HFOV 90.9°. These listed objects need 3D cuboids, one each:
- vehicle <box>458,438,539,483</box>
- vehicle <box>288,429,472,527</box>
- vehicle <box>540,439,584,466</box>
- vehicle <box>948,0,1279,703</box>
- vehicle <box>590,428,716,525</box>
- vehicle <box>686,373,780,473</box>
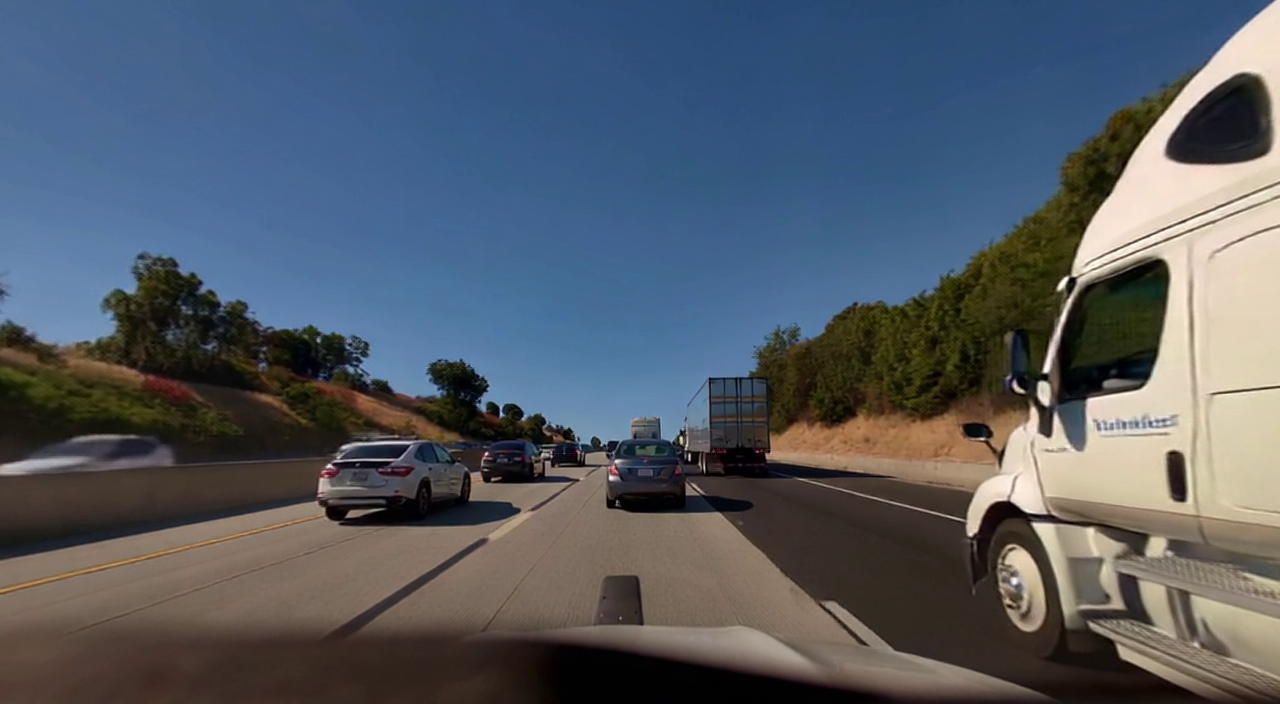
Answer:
[{"bbox_3d":[-4.932,3.802,22.519,1.880,1.458,3.978,0,-8,1],"label":"vehicle"},{"bbox_3d":[-4.574,2.229,11.764,1.821,1.514,3.677,0,-8,0],"label":"vehicle"},{"bbox_3d":[-4.481,5.829,36.902,1.887,1.493,4.411,0,-8,1],"label":"vehicle"},{"bbox_3d":[3.967,-0.158,1.811,2.982,3.860,6.011,0,-8,0],"label":"vehicle"},{"bbox_3d":[0.197,2.205,11.751,1.973,1.505,3.568,0,-8,0],"label":"vehicle"},{"bbox_3d":[4.339,3.899,33.061,2.892,4.101,14.252,0,-8,1],"label":"vehicle"}]
